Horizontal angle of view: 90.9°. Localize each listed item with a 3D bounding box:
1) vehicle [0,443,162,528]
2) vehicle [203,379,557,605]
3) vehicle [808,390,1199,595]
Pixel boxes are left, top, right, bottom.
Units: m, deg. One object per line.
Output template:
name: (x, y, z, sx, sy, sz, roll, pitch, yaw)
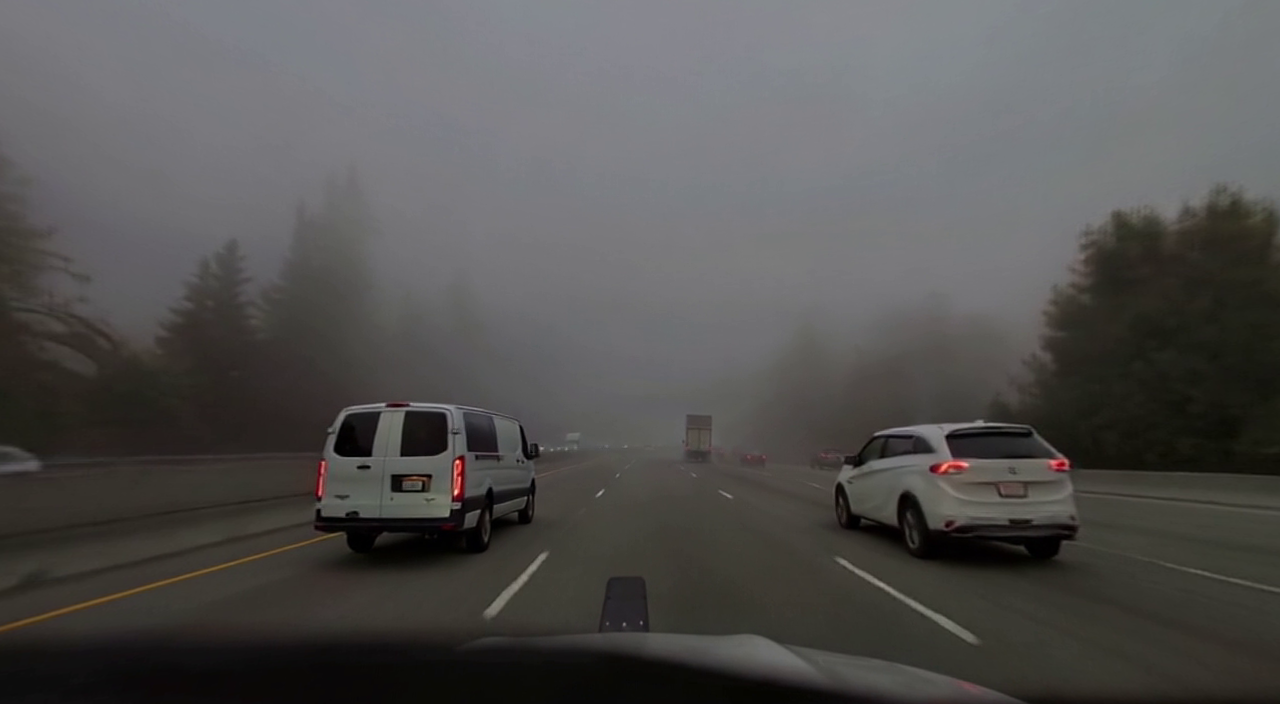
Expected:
vehicle: (-11.897, 2.560, 12.604, 1.705, 1.445, 3.705, 0, -8, 1)
vehicle: (-2.595, 1.589, 8.164, 2.159, 1.922, 5.345, 0, -8, 2)
vehicle: (3.965, 1.628, 8.199, 2.209, 1.862, 4.717, 0, -8, -1)
